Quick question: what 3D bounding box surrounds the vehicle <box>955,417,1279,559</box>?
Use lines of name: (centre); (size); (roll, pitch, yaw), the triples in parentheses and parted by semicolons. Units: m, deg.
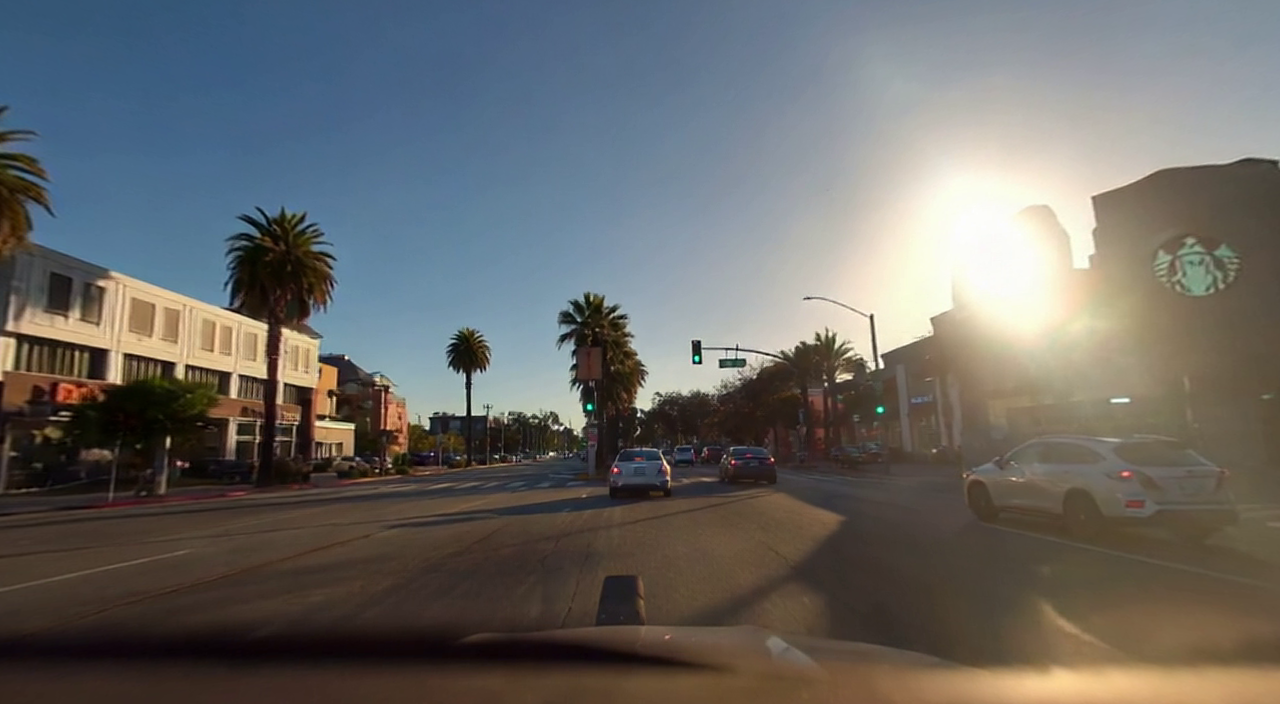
vehicle: (6.908, 1.943, 9.706); (1.940, 1.674, 4.085); (0, -9, -1)

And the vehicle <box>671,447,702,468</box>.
vehicle: (3.567, 8.233, 49.500); (2.012, 1.570, 4.600); (0, -9, -1)

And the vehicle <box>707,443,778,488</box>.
vehicle: (3.823, 4.295, 24.238); (1.892, 1.532, 4.177); (0, -9, -1)

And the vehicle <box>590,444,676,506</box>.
vehicle: (-0.190, 3.304, 17.457); (2.110, 1.487, 3.873); (0, -9, -1)
